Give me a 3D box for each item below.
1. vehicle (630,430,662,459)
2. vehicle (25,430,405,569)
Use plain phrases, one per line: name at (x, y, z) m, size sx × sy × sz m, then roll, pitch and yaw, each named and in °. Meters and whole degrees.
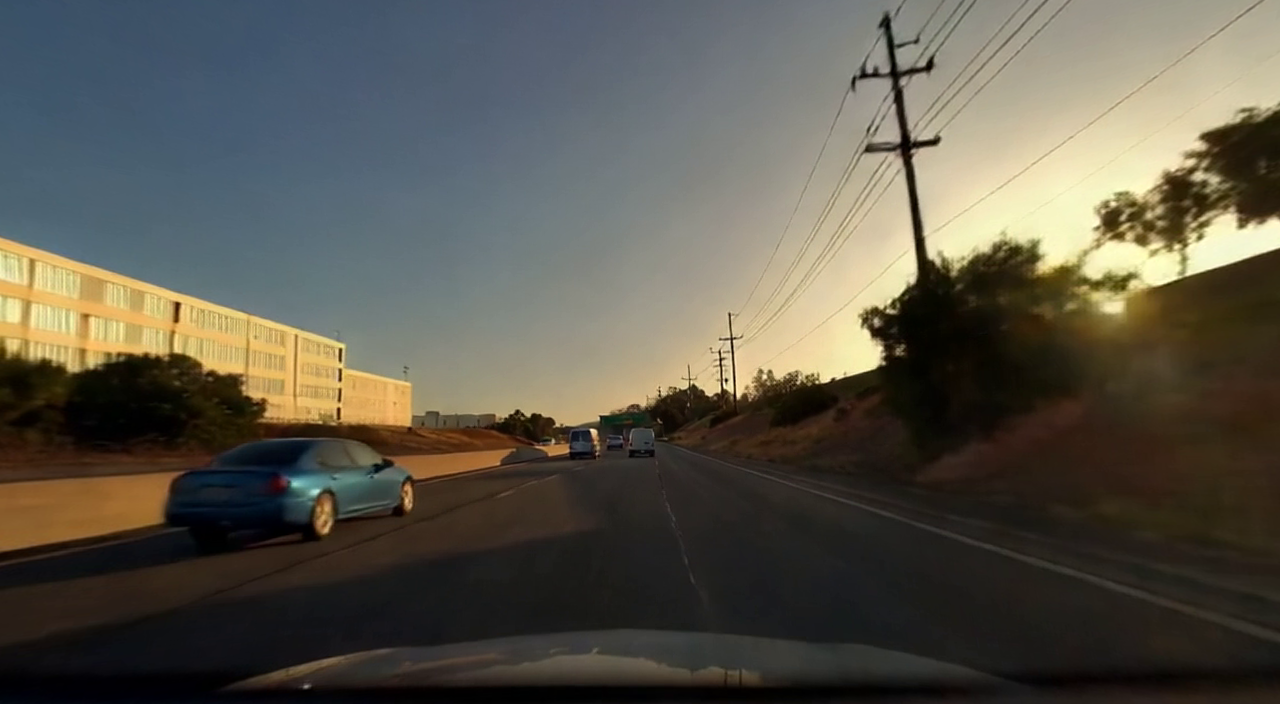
vehicle at (0.390, 6.852, 46.650) m, size 2.213 × 1.997 × 4.456 m, roll 0°, pitch -8°, yaw -1°
vehicle at (-5.443, 1.901, 9.160) m, size 2.087 × 1.464 × 4.853 m, roll 0°, pitch -8°, yaw 1°
